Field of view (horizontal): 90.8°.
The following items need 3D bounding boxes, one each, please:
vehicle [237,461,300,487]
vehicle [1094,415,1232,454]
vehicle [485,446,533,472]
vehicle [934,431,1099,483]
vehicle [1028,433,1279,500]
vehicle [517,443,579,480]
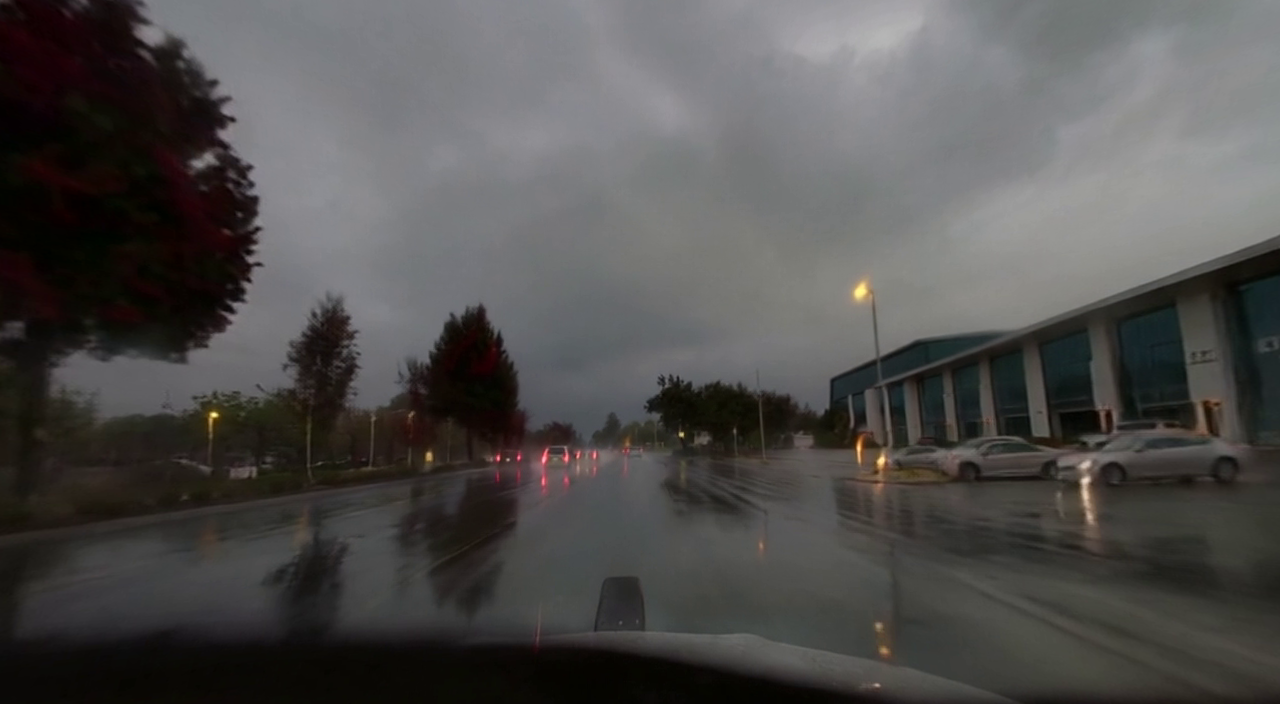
[{"bbox_3d":[-27.003,8.854,46.062,1.758,1.566,4.531,-4,-9,1],"label":"vehicle"},{"bbox_3d":[25.466,4.045,30.878,4.939,1.818,1.989,0,-8,-1],"label":"vehicle"},{"bbox_3d":[-8.228,6.748,40.111,1.976,1.497,4.709,0,-8,1],"label":"vehicle"},{"bbox_3d":[12.789,3.601,21.696,4.313,1.596,2.028,-1,-9,0],"label":"vehicle"},{"bbox_3d":[12.948,2.866,16.043,4.790,1.439,2.034,-2,-8,1],"label":"vehicle"},{"bbox_3d":[-4.001,4.847,28.221,2.011,1.483,4.596,-1,-8,1],"label":"vehicle"}]
